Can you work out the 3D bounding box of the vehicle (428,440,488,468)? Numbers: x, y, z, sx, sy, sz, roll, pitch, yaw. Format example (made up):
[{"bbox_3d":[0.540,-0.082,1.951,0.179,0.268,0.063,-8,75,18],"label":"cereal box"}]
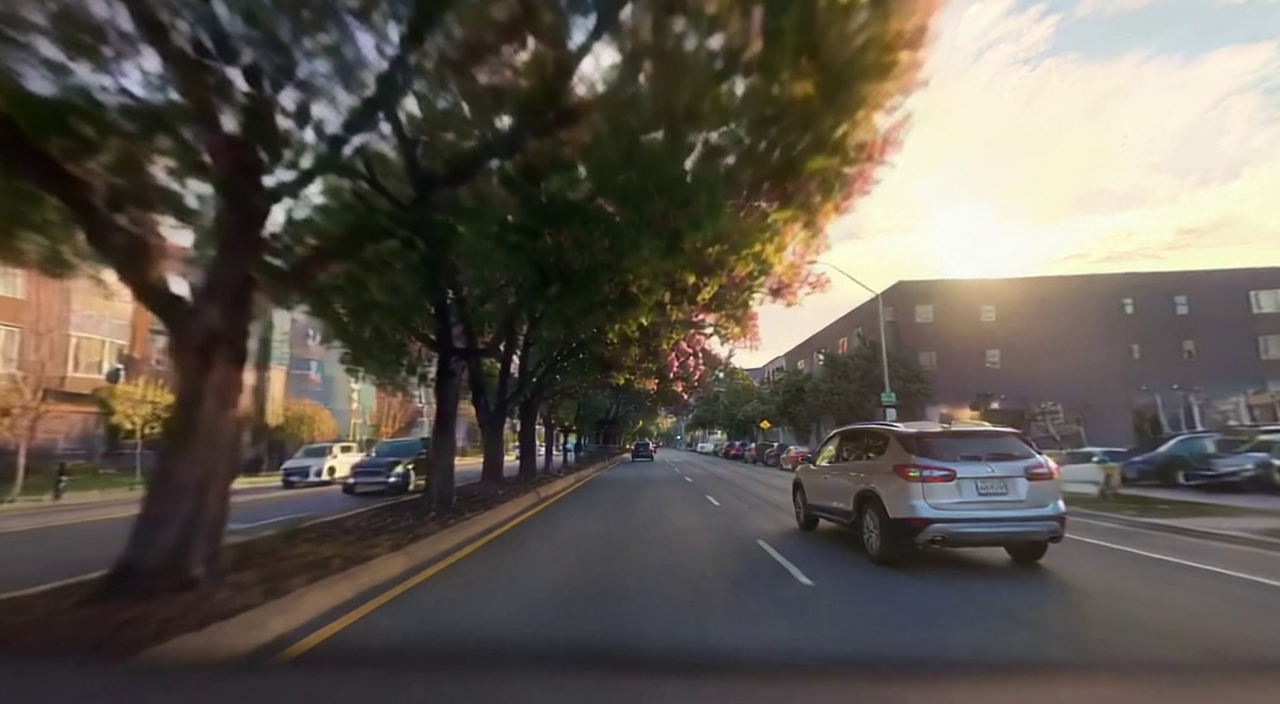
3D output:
[{"bbox_3d":[-11.673,6.571,40.936,2.191,1.684,5.428,0,-8,1],"label":"vehicle"}]

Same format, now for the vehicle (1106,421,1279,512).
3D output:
[{"bbox_3d":[11.931,2.234,12.639,1.828,1.560,4.413,0,-8,1],"label":"vehicle"}]

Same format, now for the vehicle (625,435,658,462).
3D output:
[{"bbox_3d":[0.165,6.913,45.103,2.244,1.813,4.129,0,-8,2],"label":"vehicle"}]

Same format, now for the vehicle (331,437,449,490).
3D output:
[{"bbox_3d":[-7.942,3.574,20.555,1.960,1.530,4.313,0,-8,2],"label":"vehicle"}]

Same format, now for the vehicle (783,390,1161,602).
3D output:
[{"bbox_3d":[3.272,1.520,7.568,2.071,1.747,4.549,0,-8,1],"label":"vehicle"}]
